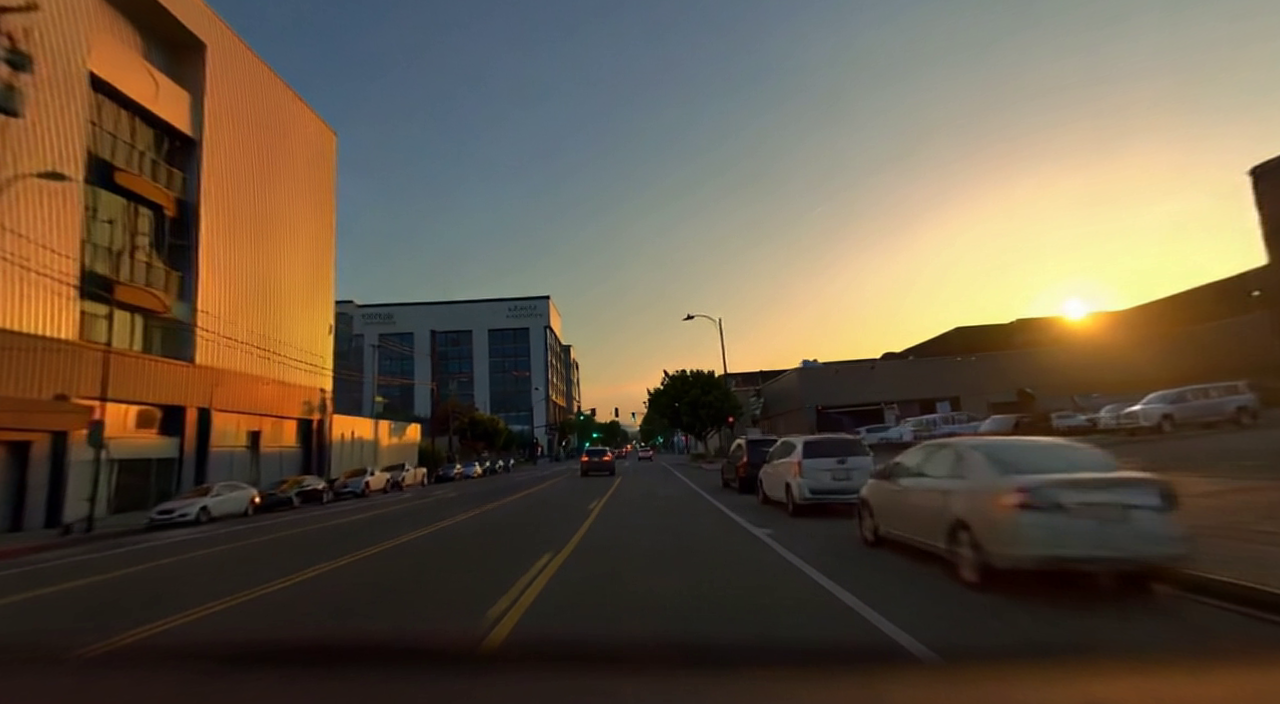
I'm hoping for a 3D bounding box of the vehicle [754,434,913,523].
[{"bbox_3d":[3.757,2.554,13.259,1.839,1.505,4.566,0,-9,-1],"label":"vehicle"}]

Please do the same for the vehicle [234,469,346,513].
[{"bbox_3d":[-15.174,6.040,27.796,2.076,1.518,4.981,-2,-9,0],"label":"vehicle"}]

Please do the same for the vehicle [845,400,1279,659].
[{"bbox_3d":[3.907,1.424,6.249,2.042,1.487,5.033,0,-9,0],"label":"vehicle"}]

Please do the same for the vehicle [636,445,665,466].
[{"bbox_3d":[0.737,7.939,48.570,2.099,1.470,4.270,-1,-9,0],"label":"vehicle"}]

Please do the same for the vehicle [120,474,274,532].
[{"bbox_3d":[-15.120,5.142,21.997,1.883,1.493,4.880,-2,-9,0],"label":"vehicle"}]

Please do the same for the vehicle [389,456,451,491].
[{"bbox_3d":[-14.984,8.274,43.425,2.124,1.835,5.450,-8,-8,0],"label":"vehicle"}]

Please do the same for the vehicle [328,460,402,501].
[{"bbox_3d":[-15.010,7.006,34.745,2.020,1.695,4.629,-8,-8,-2],"label":"vehicle"}]

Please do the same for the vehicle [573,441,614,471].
[{"bbox_3d":[-3.019,6.923,42.075,2.348,1.831,4.737,-1,-9,1],"label":"vehicle"}]
